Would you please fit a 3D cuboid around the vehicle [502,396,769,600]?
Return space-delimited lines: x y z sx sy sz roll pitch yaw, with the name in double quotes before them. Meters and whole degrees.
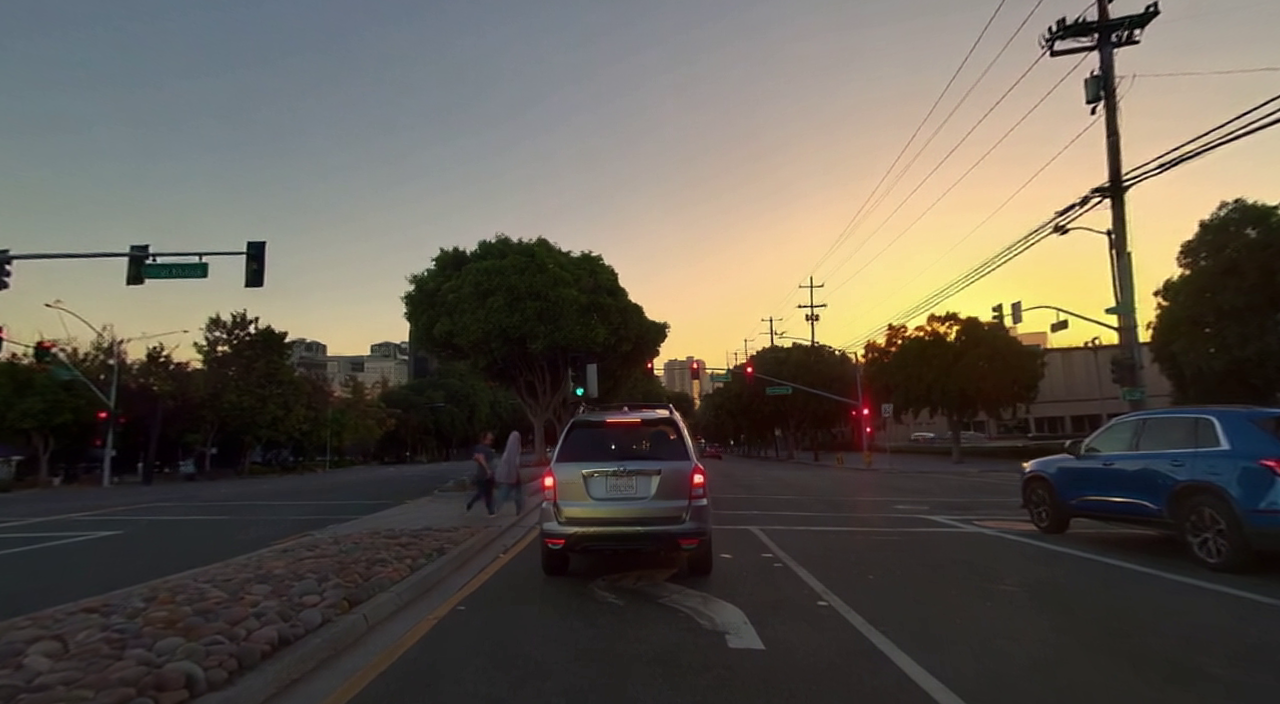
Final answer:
"vehicle" -0.065 1.571 7.623 2.285 1.729 4.252 0 -9 -1

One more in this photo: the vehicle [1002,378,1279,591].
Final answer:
"vehicle" 6.621 1.399 7.191 2.119 1.827 4.806 0 -9 0
